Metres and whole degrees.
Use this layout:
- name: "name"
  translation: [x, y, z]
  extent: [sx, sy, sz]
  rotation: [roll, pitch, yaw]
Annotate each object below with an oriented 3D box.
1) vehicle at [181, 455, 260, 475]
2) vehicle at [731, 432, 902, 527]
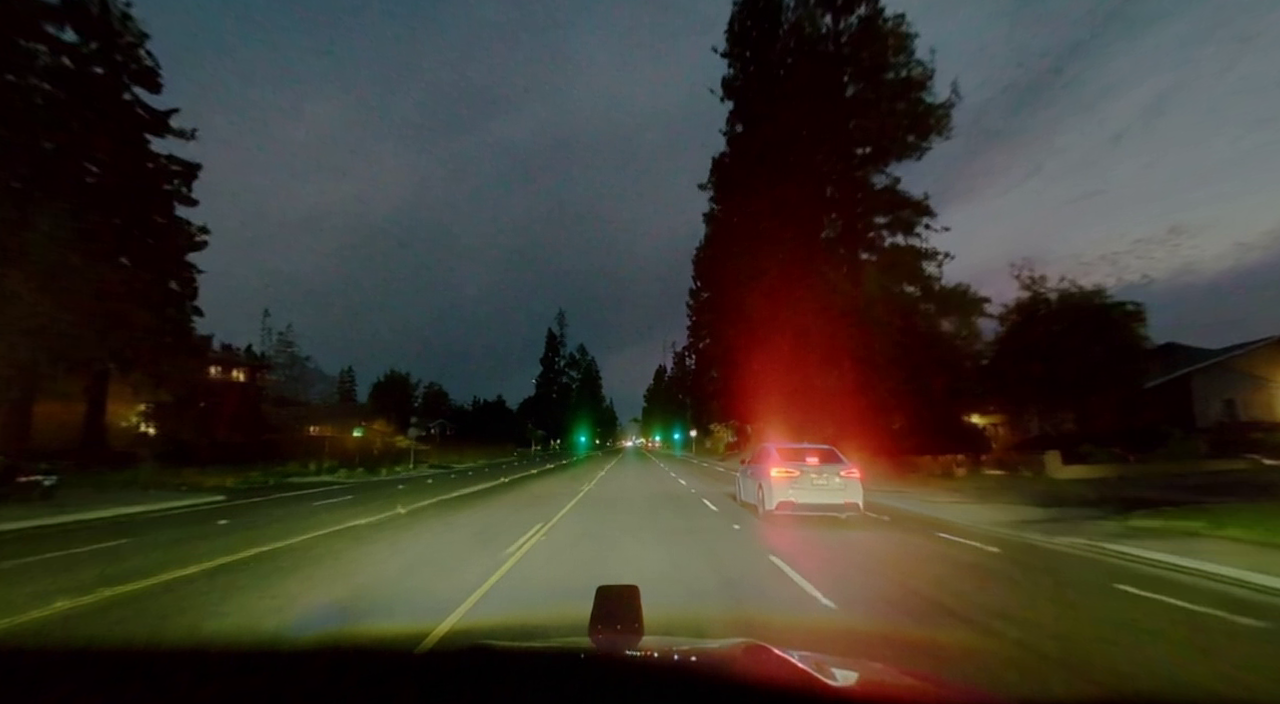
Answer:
- name: "vehicle"
  translation: [-31.777, 8.528, 47.886]
  extent: [4.684, 1.435, 1.893]
  rotation: [0, -9, 3]
- name: "vehicle"
  translation: [3.152, 2.367, 12.345]
  extent: [2.057, 1.493, 4.225]
  rotation: [0, -8, -1]
